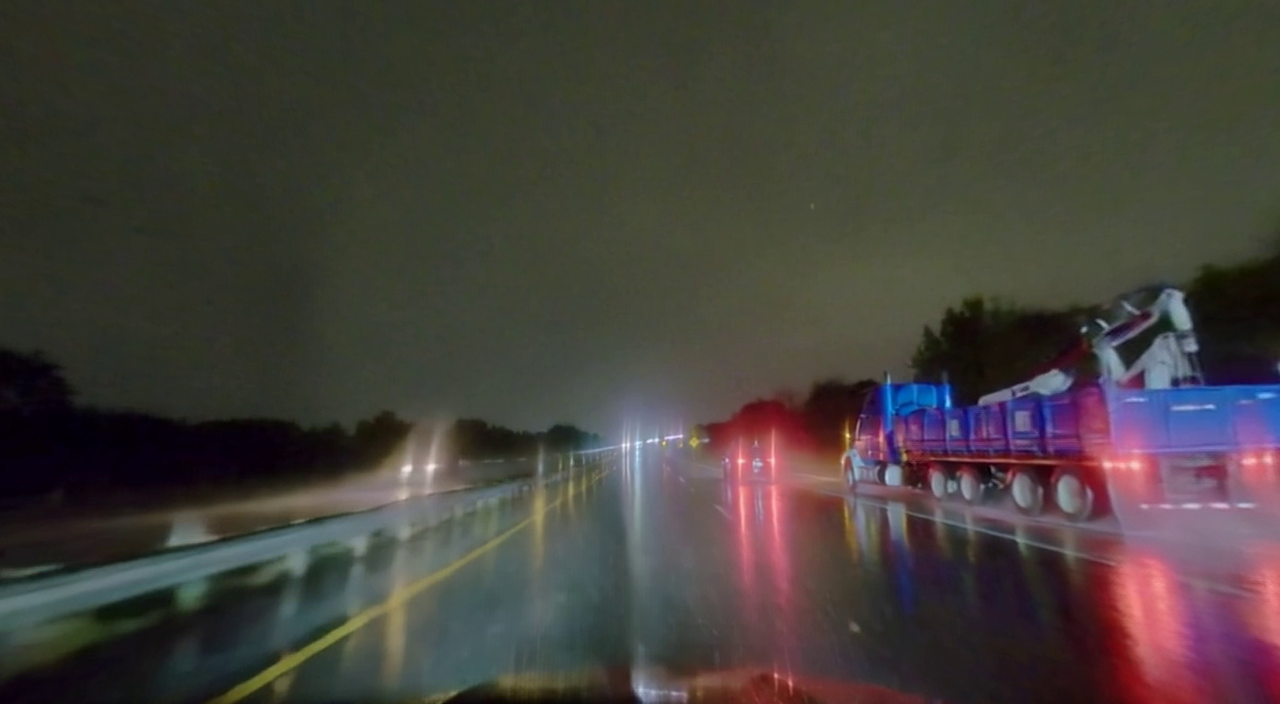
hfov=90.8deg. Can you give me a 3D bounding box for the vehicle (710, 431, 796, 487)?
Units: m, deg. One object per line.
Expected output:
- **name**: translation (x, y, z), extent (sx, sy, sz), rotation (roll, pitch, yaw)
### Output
- **vehicle**: translation (4.367, 4.269, 25.399), extent (2.309, 2.003, 5.139), rotation (0, -9, -2)
